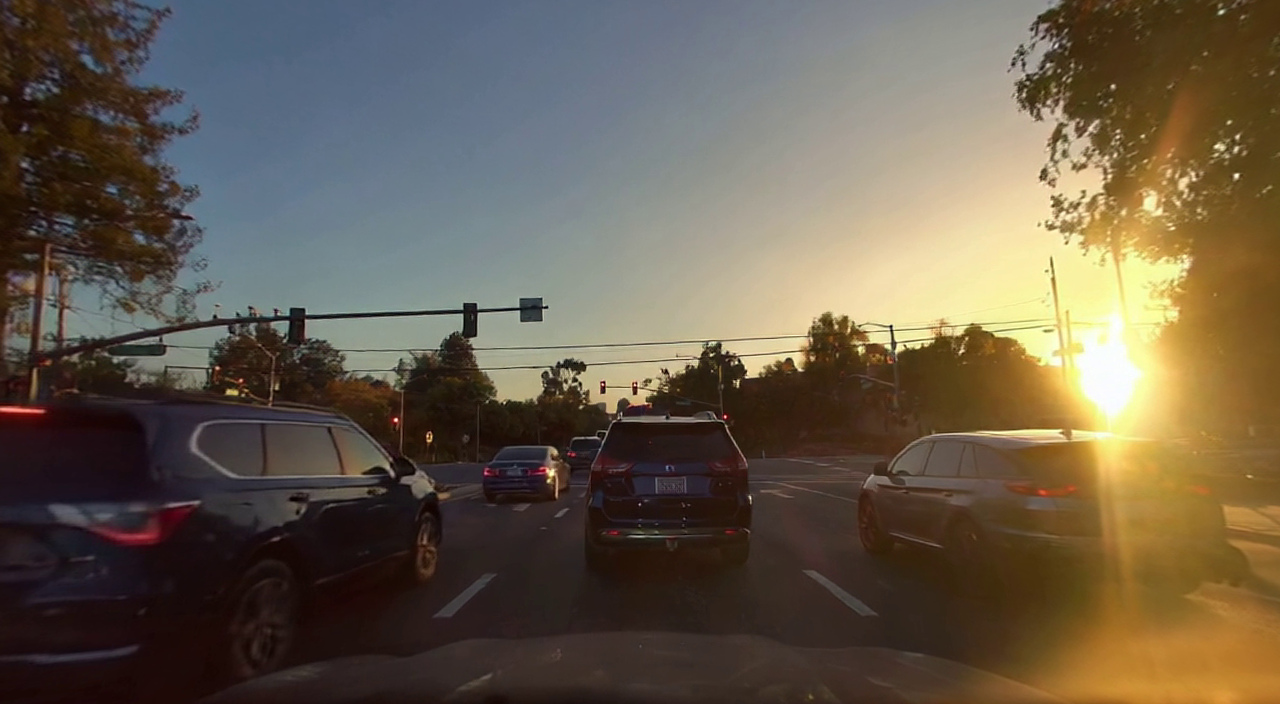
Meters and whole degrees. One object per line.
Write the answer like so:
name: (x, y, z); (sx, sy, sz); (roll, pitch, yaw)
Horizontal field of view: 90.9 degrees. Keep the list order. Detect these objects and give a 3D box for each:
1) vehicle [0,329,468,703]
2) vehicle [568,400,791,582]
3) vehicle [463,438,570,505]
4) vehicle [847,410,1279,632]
vehicle: (-3.118, 1.164, 5.060); (2.054, 1.814, 4.941); (0, -8, 0)
vehicle: (0.387, 1.679, 8.406); (2.172, 1.764, 4.338); (0, -8, 0)
vehicle: (-3.044, 3.033, 16.486); (1.876, 1.497, 4.308); (0, -8, 0)
vehicle: (3.897, 1.526, 6.654); (1.954, 1.592, 3.992); (0, -8, -2)
